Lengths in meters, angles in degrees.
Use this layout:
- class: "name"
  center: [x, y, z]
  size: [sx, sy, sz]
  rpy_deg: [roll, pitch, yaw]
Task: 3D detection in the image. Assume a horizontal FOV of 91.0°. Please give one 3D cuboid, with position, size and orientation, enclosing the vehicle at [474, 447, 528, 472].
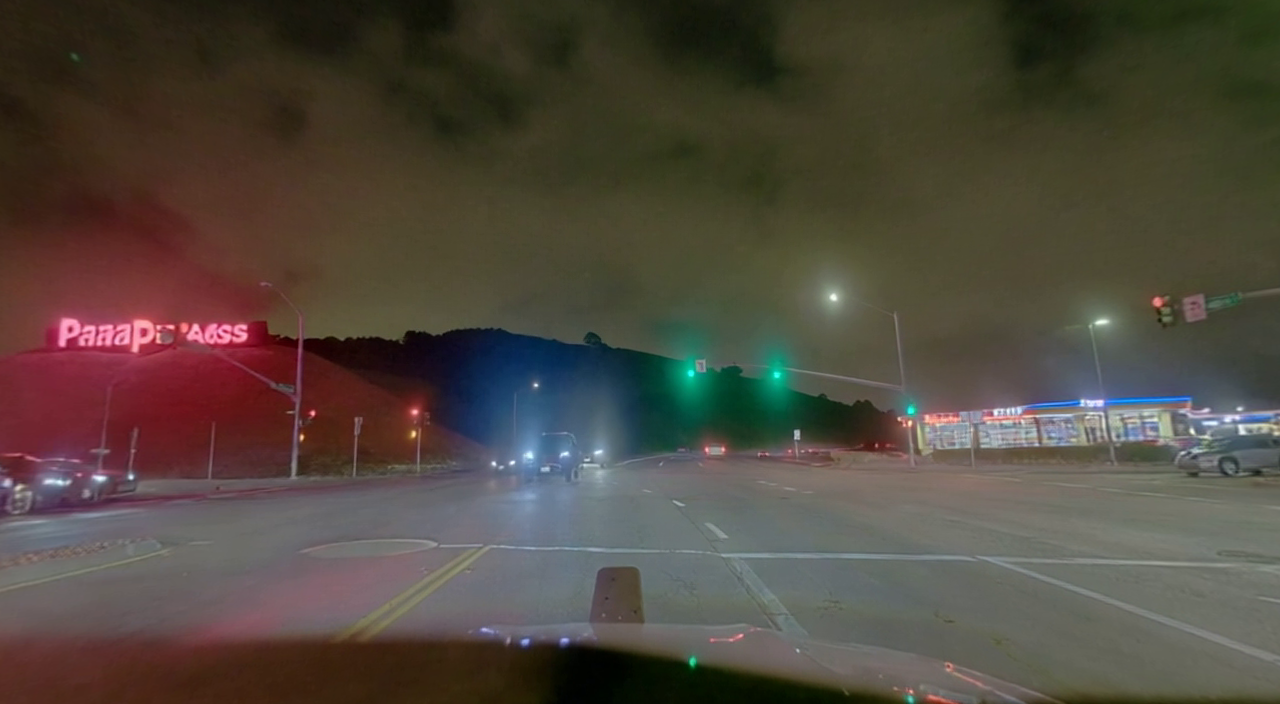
- class: "vehicle"
  center: [-10.466, 8.113, 47.733]
  size: [2.069, 1.706, 4.336]
  rpy_deg: [-3, -9, 17]

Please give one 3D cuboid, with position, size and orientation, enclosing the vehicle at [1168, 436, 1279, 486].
- class: "vehicle"
  center: [25.052, 4.467, 26.064]
  size: [4.546, 1.944, 2.051]
  rpy_deg: [1, -9, -5]

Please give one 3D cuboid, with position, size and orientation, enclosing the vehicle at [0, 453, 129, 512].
- class: "vehicle"
  center: [-19.809, 4.198, 20.524]
  size: [4.440, 1.748, 2.033]
  rpy_deg: [0, -9, 1]

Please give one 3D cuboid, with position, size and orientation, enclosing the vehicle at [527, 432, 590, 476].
- class: "vehicle"
  center: [-4.303, 5.508, 34.306]
  size: [2.662, 2.197, 5.454]
  rpy_deg: [0, -8, 1]
